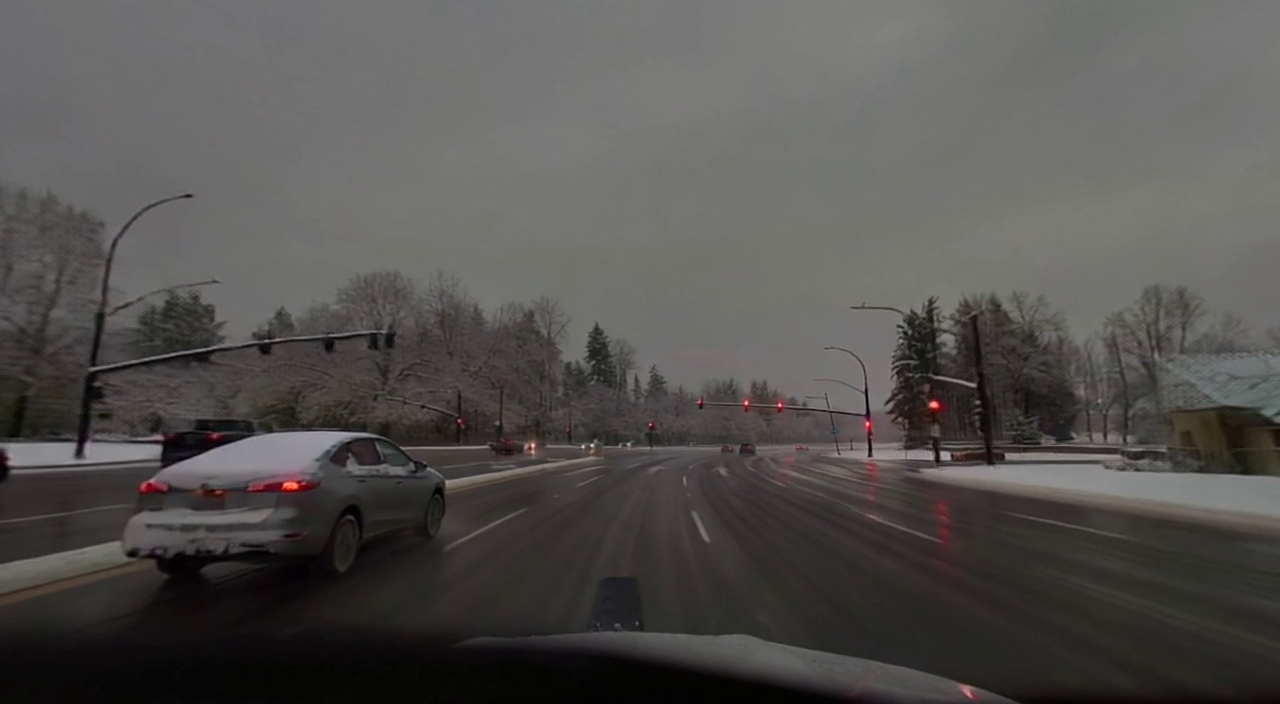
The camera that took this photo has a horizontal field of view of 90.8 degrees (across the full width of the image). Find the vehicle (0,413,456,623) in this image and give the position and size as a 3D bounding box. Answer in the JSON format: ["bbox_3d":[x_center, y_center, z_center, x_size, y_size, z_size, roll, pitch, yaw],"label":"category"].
[{"bbox_3d":[-3.594,1.493,6.642,1.934,1.463,4.220,0,-9,2],"label":"vehicle"}]

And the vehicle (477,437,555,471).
[{"bbox_3d":[-5.835,4.893,30.469,2.080,1.495,5.242,-1,-9,8],"label":"vehicle"}]

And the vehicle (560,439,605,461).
[{"bbox_3d":[-3.993,6.911,44.620,2.016,1.501,4.903,-2,-9,9],"label":"vehicle"}]
